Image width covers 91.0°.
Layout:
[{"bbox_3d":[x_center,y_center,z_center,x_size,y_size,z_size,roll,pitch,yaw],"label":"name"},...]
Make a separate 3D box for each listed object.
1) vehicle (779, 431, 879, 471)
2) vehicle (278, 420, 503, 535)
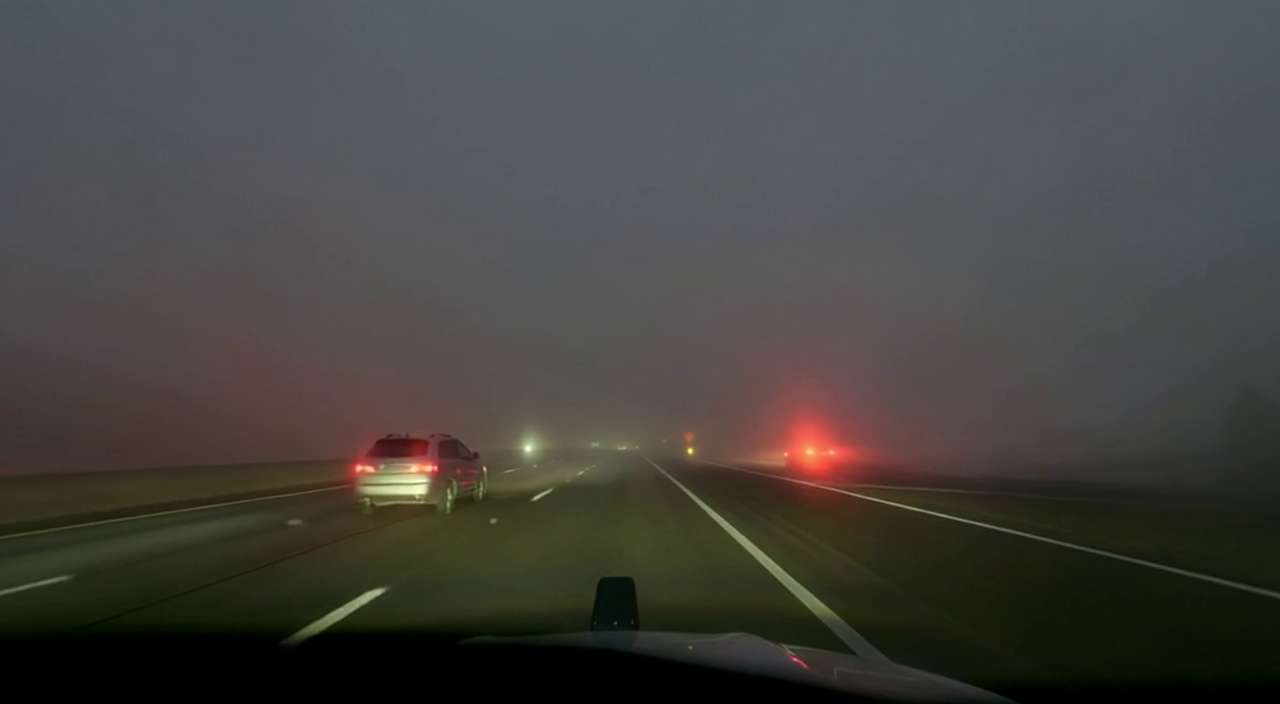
[{"bbox_3d":[8.460,4.485,28.775,2.136,1.641,4.964,1,-8,-13],"label":"vehicle"},{"bbox_3d":[-4.246,2.208,11.888,2.200,1.662,5.091,-1,-8,0],"label":"vehicle"}]
